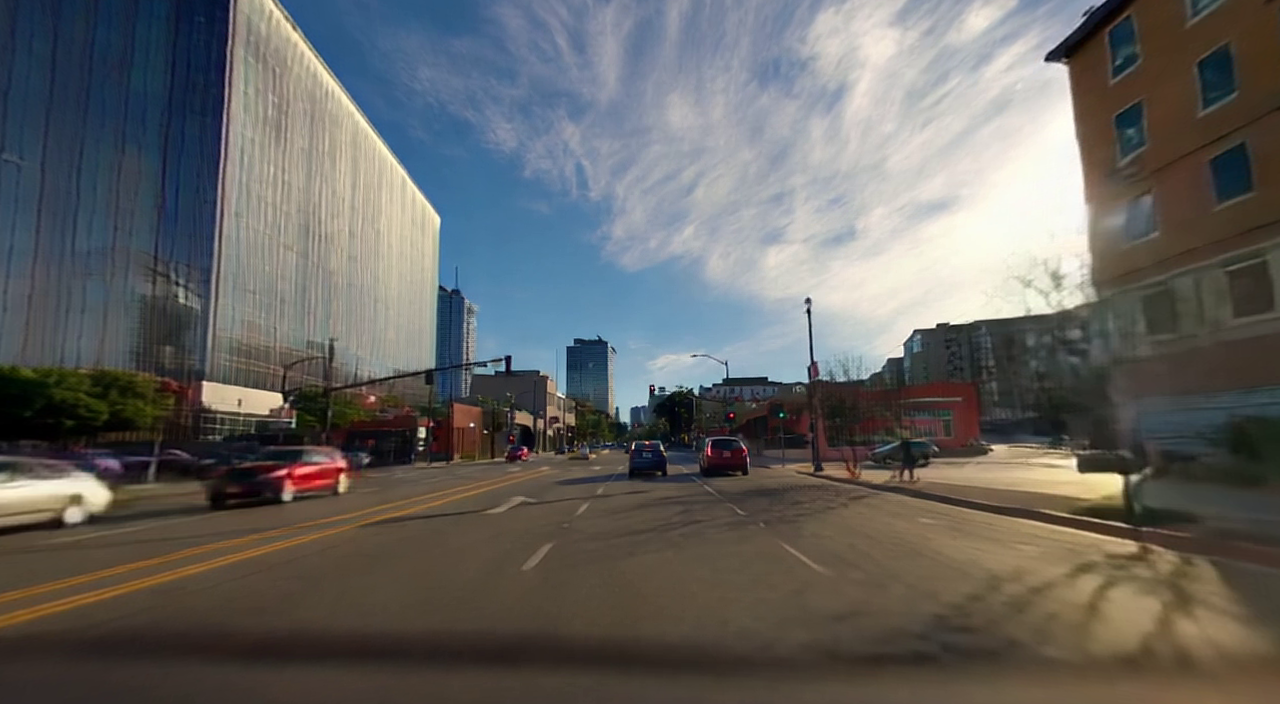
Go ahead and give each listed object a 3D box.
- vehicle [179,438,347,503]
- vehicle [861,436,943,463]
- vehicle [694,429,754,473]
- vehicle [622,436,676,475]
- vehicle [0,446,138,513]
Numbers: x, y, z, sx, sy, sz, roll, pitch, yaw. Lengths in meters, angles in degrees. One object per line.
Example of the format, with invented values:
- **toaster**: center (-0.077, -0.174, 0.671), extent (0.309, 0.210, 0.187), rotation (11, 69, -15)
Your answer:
- **vehicle**: center (-10.878, 3.437, 18.687), extent (2.232, 1.669, 4.354), rotation (0, -9, 1)
- **vehicle**: center (17.497, 6.540, 42.279), extent (4.556, 1.693, 2.030), rotation (1, -9, -1)
- **vehicle**: center (3.924, 4.773, 30.483), extent (2.159, 1.938, 4.836), rotation (0, -9, -1)
- **vehicle**: center (0.383, 4.622, 28.301), extent (2.245, 1.587, 4.094), rotation (0, -9, 0)
- **vehicle**: center (-20.188, 4.149, 20.826), extent (5.223, 2.060, 2.247), rotation (0, -9, 1)
